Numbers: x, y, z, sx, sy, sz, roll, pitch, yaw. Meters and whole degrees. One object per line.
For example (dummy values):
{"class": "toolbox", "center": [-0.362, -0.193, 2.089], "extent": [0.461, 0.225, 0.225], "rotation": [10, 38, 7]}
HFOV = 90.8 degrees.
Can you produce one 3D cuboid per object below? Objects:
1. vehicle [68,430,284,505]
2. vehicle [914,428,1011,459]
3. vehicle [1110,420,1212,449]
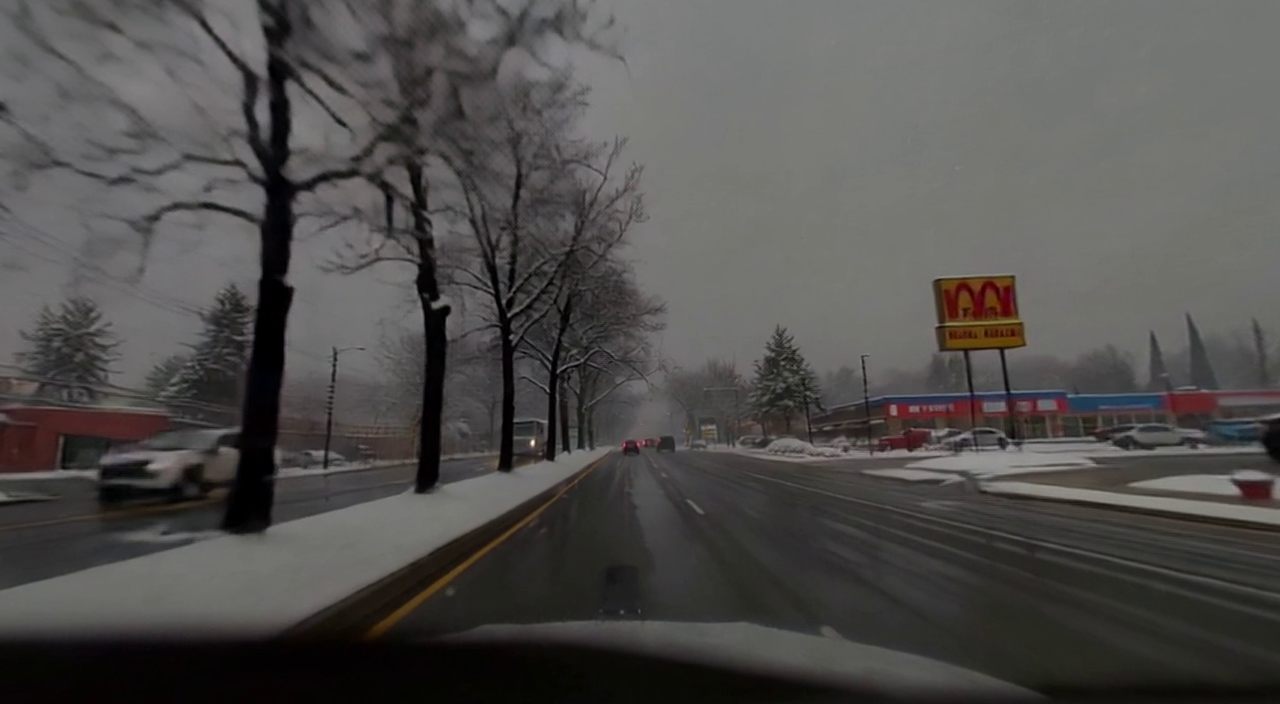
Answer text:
{"class": "vehicle", "center": [-12.760, 3.182, 17.988], "extent": [2.057, 1.795, 5.300], "rotation": [-1, -8, 1]}
{"class": "vehicle", "center": [17.781, 5.083, 34.974], "extent": [4.264, 1.428, 1.822], "rotation": [-4, -9, 4]}
{"class": "vehicle", "center": [32.950, 5.271, 40.201], "extent": [2.083, 1.716, 5.134], "rotation": [0, -8, 0]}
